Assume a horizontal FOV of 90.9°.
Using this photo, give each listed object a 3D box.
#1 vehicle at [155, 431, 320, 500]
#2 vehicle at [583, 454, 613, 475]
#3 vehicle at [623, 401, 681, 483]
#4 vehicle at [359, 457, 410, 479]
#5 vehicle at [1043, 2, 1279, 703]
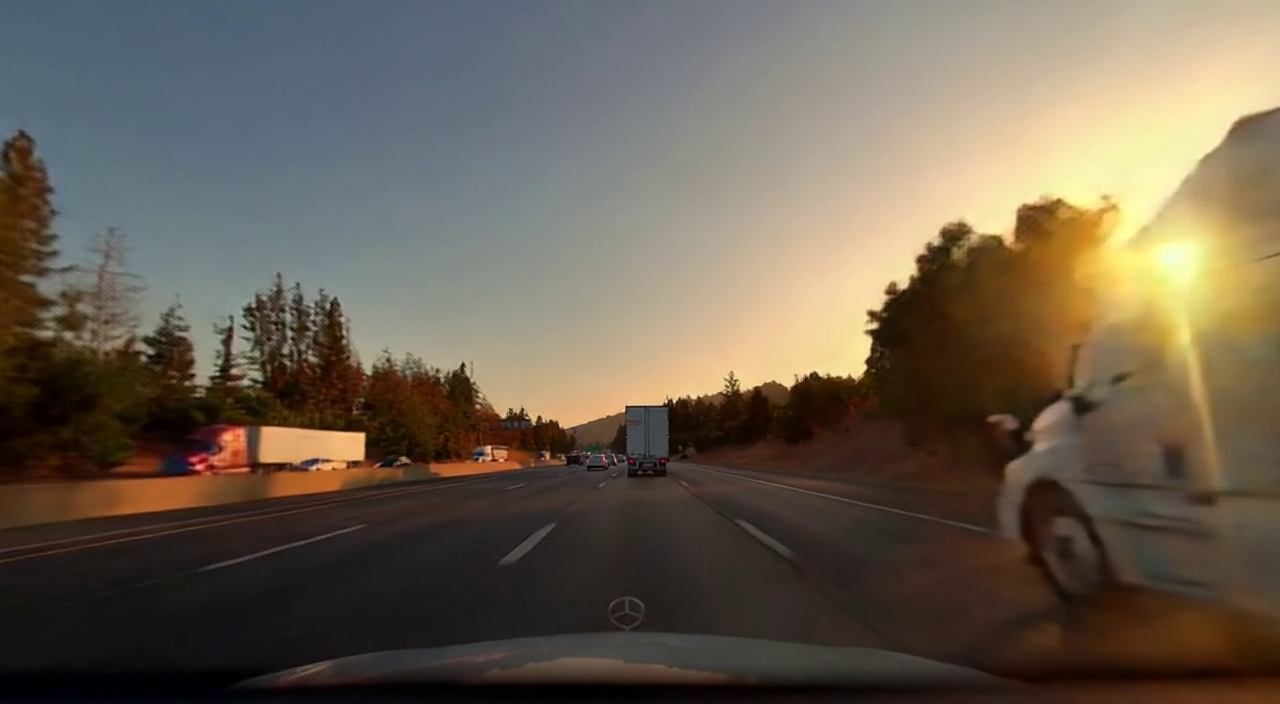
[{"bbox_3d":[-18.310,5.216,29.429,2.845,2.784,7.224,0,-9,1],"label":"vehicle"},{"bbox_3d":[-3.271,8.835,49.582,2.061,1.555,3.900,0,-9,0],"label":"vehicle"},{"bbox_3d":[0.476,5.470,37.670,2.875,4.056,12.312,0,-9,-1],"label":"vehicle"},{"bbox_3d":[-18.500,8.416,45.837,1.810,1.486,4.269,0,-9,1],"label":"vehicle"},{"bbox_3d":[4.633,-0.285,0.646,2.874,3.635,8.115,0,-9,-1],"label":"vehicle"}]
